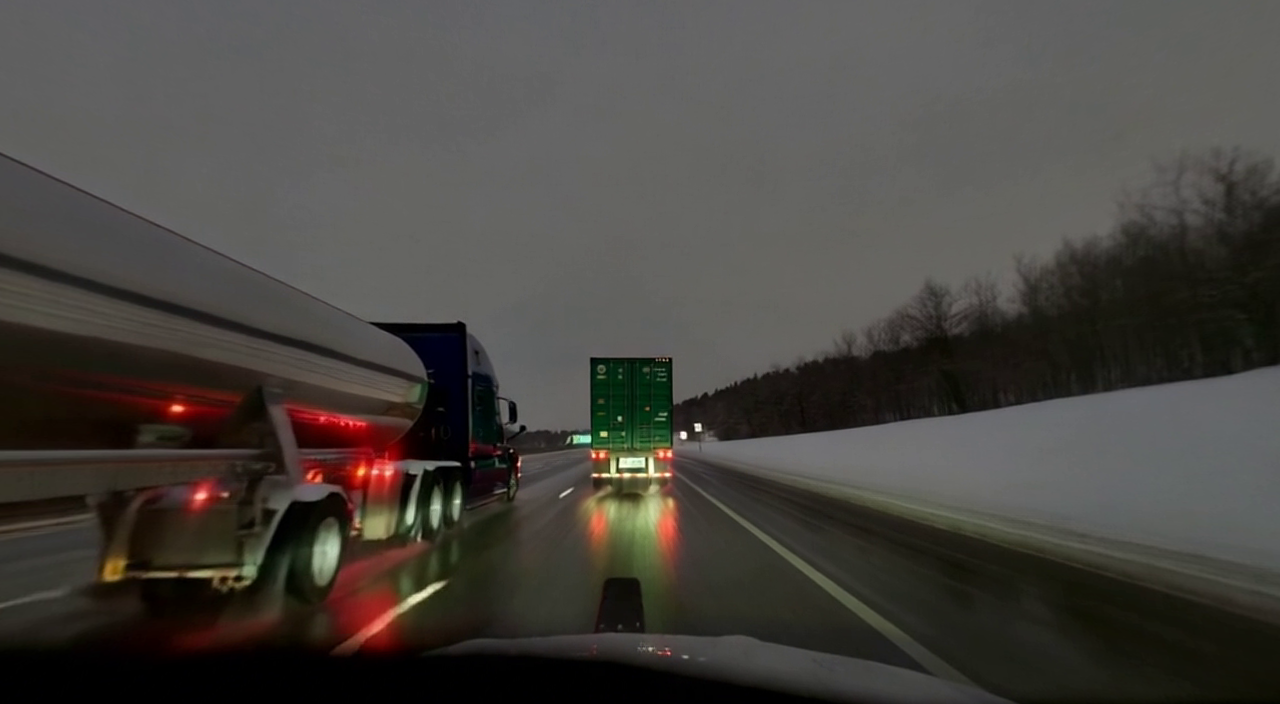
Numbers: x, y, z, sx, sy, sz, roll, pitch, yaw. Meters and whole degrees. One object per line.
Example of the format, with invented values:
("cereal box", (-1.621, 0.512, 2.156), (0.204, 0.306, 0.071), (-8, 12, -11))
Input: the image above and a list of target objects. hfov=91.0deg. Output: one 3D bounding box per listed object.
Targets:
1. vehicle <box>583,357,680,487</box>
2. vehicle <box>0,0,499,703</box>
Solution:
("vehicle", (-0.228, 2.974, 25.005), (2.942, 4.003, 11.297), (0, -9, 0))
("vehicle", (-4.250, -0.200, 2.494), (3.267, 3.655, 17.154), (0, -9, 1))
